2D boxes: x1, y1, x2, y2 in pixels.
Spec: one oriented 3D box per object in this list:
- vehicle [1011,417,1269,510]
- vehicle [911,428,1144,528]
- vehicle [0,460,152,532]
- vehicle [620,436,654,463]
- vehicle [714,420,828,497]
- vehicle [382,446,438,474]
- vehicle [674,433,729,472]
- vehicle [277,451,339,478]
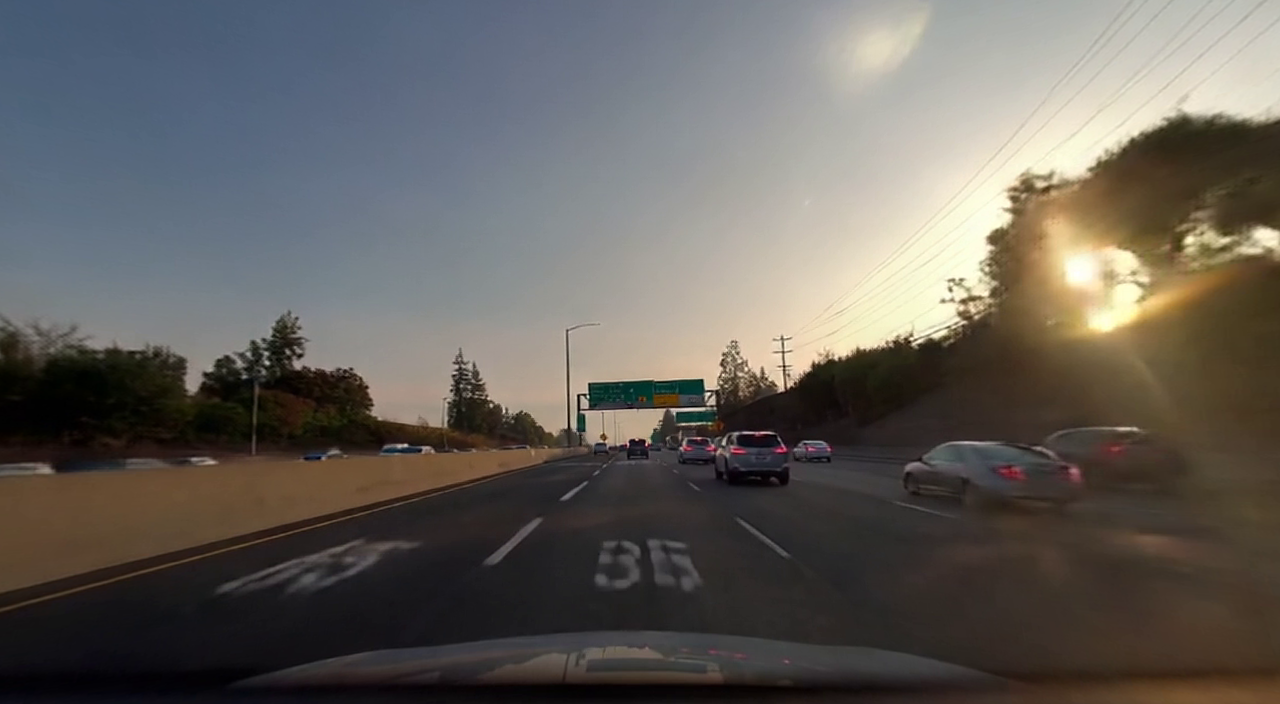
[{"bbox_3d":[10.726,2.421,14.112,1.925,1.708,4.643,0,-8,0],"label":"vehicle"},{"bbox_3d":[6.848,2.233,11.699,1.836,1.527,3.783,0,-8,-1],"label":"vehicle"},{"bbox_3d":[-15.260,3.580,16.074,1.878,1.486,4.580,0,-8,0],"label":"vehicle"},{"bbox_3d":[-0.252,7.015,45.355,2.314,1.796,4.254,0,-8,-1],"label":"vehicle"},{"bbox_3d":[3.507,2.971,17.900,2.095,1.886,4.727,0,-8,-2],"label":"vehicle"},{"bbox_3d":[-15.557,7.311,42.845,1.944,1.747,4.657,0,-8,1],"label":"vehicle"},{"bbox_3d":[3.017,5.054,31.871,2.152,1.821,4.853,0,-8,-2],"label":"vehicle"},{"bbox_3d":[-23.015,7.799,43.843,1.912,1.694,4.479,0,-8,-1],"label":"vehicle"}]
